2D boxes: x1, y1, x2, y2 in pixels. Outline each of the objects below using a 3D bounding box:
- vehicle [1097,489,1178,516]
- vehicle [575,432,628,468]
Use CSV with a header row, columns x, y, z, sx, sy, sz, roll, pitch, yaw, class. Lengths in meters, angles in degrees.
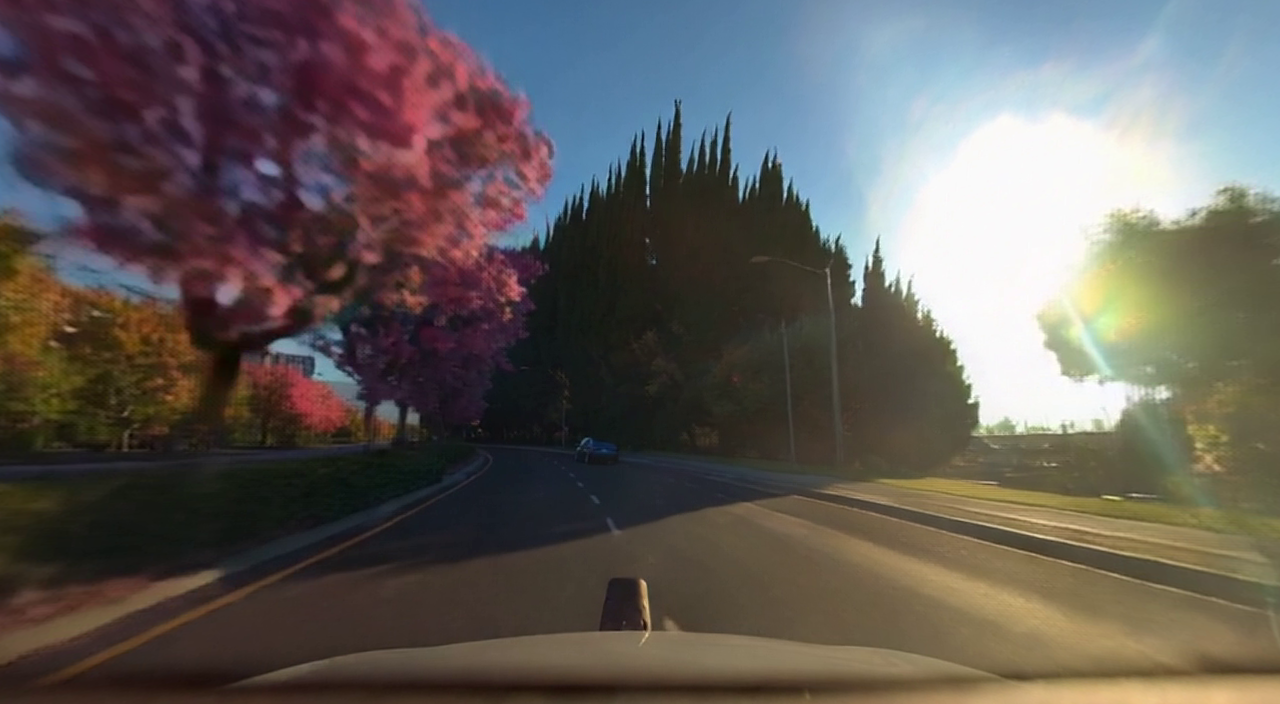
x,y,z,sx,sy,sz,roll,pitch,yaw,class
37.145,11.202,46.919,4.607,1.572,1.763,-6,-11,40,vehicle
-2.210,5.396,34.656,2.166,1.828,4.607,2,-9,-13,vehicle
